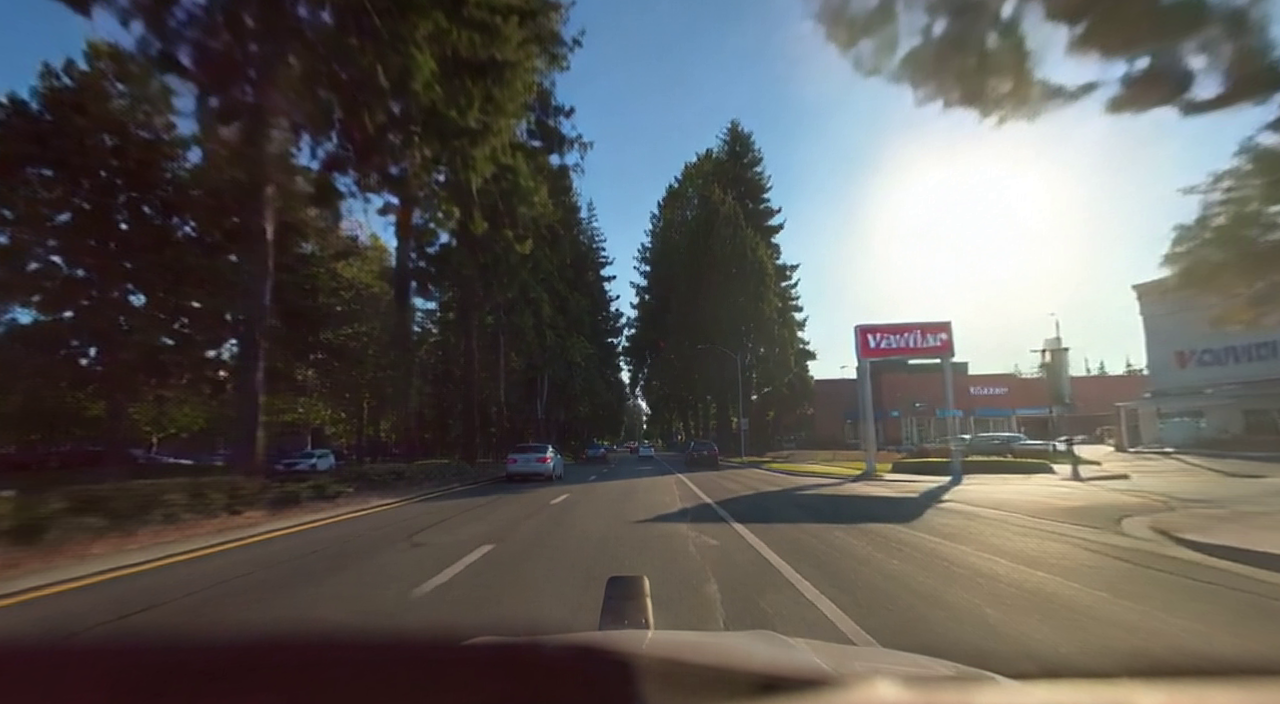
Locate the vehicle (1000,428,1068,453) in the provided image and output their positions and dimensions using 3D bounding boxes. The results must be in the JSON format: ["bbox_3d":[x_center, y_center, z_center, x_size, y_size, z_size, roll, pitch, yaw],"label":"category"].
[{"bbox_3d":[26.386,5.940,42.356,1.677,1.591,4.298,-1,-8,-1],"label":"vehicle"}]

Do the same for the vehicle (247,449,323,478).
[{"bbox_3d":[-22.696,7.114,40.557,2.040,1.757,4.730,0,-8,1],"label":"vehicle"}]

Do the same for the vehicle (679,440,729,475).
[{"bbox_3d":[3.003,5.064,30.491,1.922,1.579,3.642,0,-8,-2],"label":"vehicle"}]

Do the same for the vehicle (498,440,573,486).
[{"bbox_3d":[-3.680,3.991,23.039,1.908,1.481,4.536,0,-8,1],"label":"vehicle"}]

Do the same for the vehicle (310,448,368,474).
[{"bbox_3d":[-22.440,8.108,47.242,1.958,1.780,4.479,0,-8,2],"label":"vehicle"}]
